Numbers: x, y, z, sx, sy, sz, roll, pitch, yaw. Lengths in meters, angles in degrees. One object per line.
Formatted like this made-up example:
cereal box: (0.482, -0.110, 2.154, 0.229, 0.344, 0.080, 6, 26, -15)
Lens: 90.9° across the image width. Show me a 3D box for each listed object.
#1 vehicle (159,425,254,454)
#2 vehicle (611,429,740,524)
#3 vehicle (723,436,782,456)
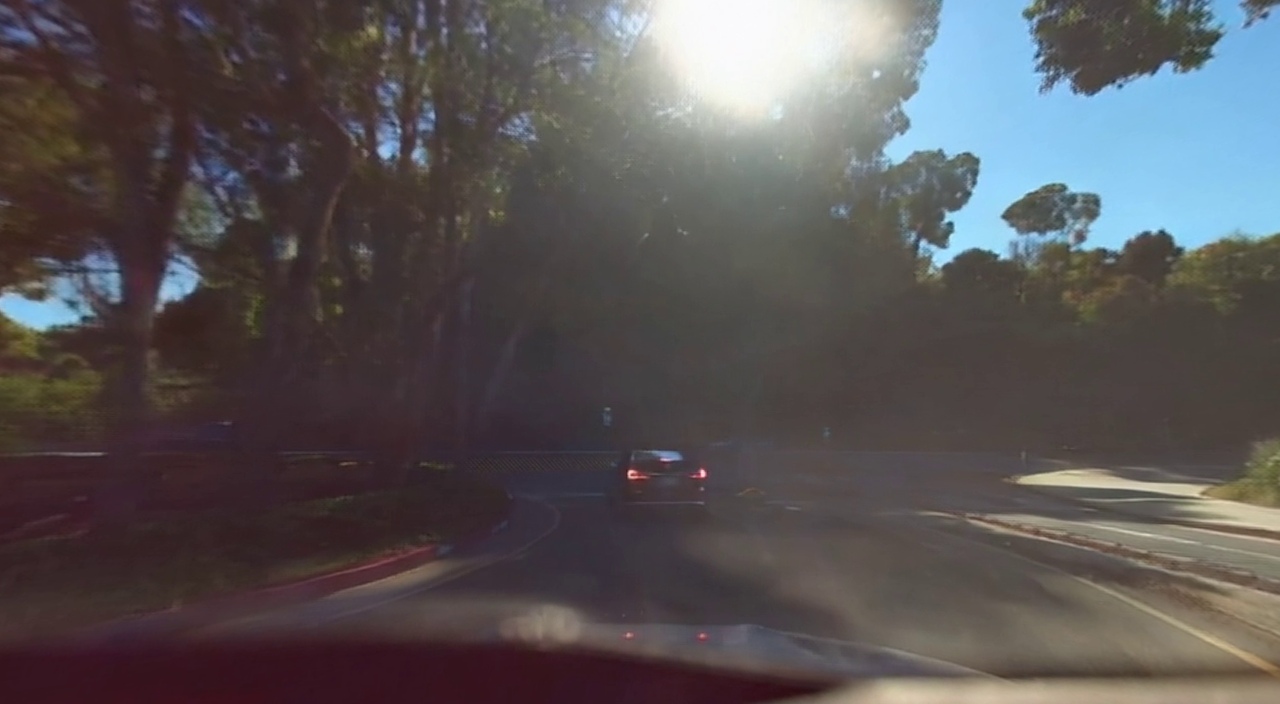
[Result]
vehicle: (-24.567, 5.018, 35.893, 4.045, 1.569, 1.781, 3, -10, -23)
vehicle: (0.531, 2.485, 13.039, 2.078, 1.607, 4.010, 0, -9, -5)
vehicle: (8.713, 7.316, 48.978, 4.111, 1.551, 1.839, 3, -10, -22)
